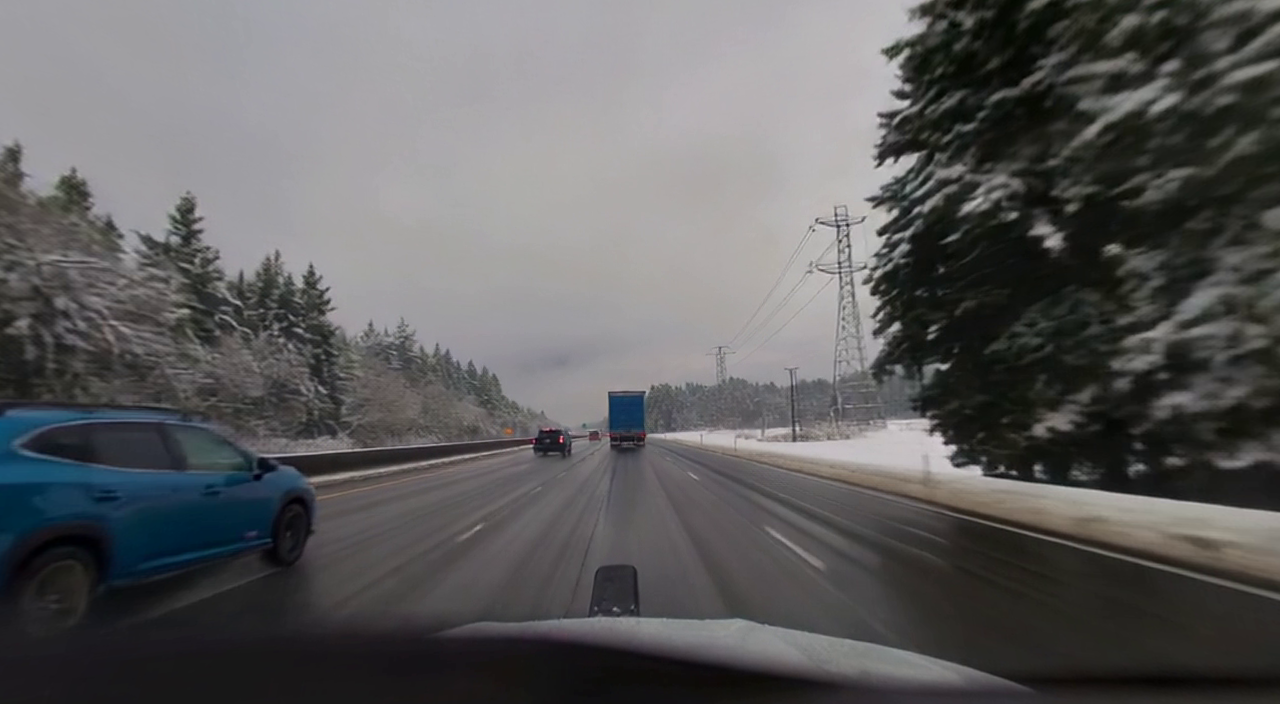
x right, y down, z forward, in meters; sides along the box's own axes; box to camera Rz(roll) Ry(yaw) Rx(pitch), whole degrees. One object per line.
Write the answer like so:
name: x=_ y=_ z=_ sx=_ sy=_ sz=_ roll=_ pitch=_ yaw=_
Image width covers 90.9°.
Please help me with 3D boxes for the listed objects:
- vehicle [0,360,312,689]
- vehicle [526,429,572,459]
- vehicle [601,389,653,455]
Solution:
vehicle: x=-4.246 y=0.952 z=3.837 sx=2.117 sy=1.618 sz=4.480 roll=0 pitch=-8 yaw=-1
vehicle: x=-4.852 y=4.964 z=34.192 sx=1.934 sy=1.549 sz=4.194 roll=0 pitch=-8 yaw=-1
vehicle: x=-0.856 y=4.695 z=41.484 sx=2.955 sy=3.851 sz=9.915 roll=0 pitch=-8 yaw=-1
